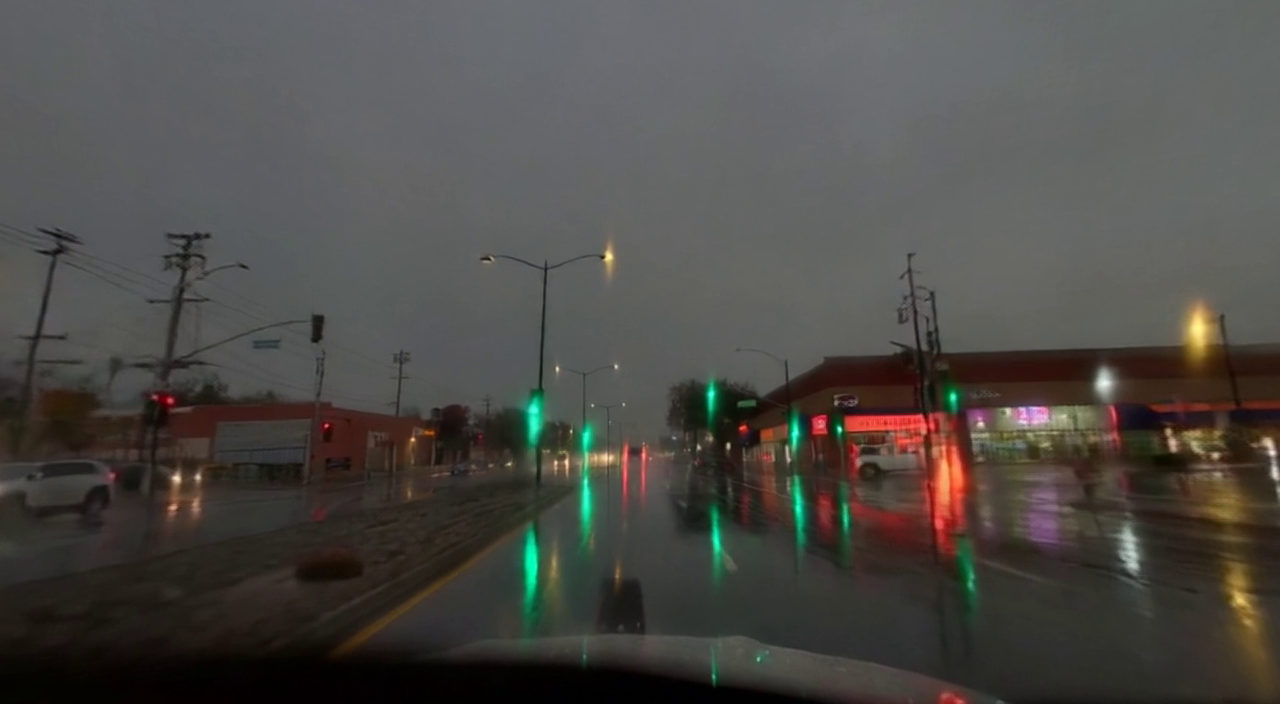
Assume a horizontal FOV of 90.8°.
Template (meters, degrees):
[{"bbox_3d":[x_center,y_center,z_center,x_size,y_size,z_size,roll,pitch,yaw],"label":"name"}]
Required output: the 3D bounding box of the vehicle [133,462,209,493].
[{"bbox_3d":[-26.342,7.068,35.526,2.803,1.565,1.715,-2,-13,-1],"label":"vehicle"}]

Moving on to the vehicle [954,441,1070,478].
[{"bbox_3d":[19.169,5.525,32.680,4.680,1.792,1.994,0,-8,-1],"label":"vehicle"}]

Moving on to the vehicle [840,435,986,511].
[{"bbox_3d":[6.852,3.058,16.497,1.974,1.679,4.611,-1,-9,3],"label":"vehicle"}]

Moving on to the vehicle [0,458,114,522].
[{"bbox_3d":[-18.194,3.946,18.368,1.882,1.645,4.511,0,-8,-1],"label":"vehicle"}]
